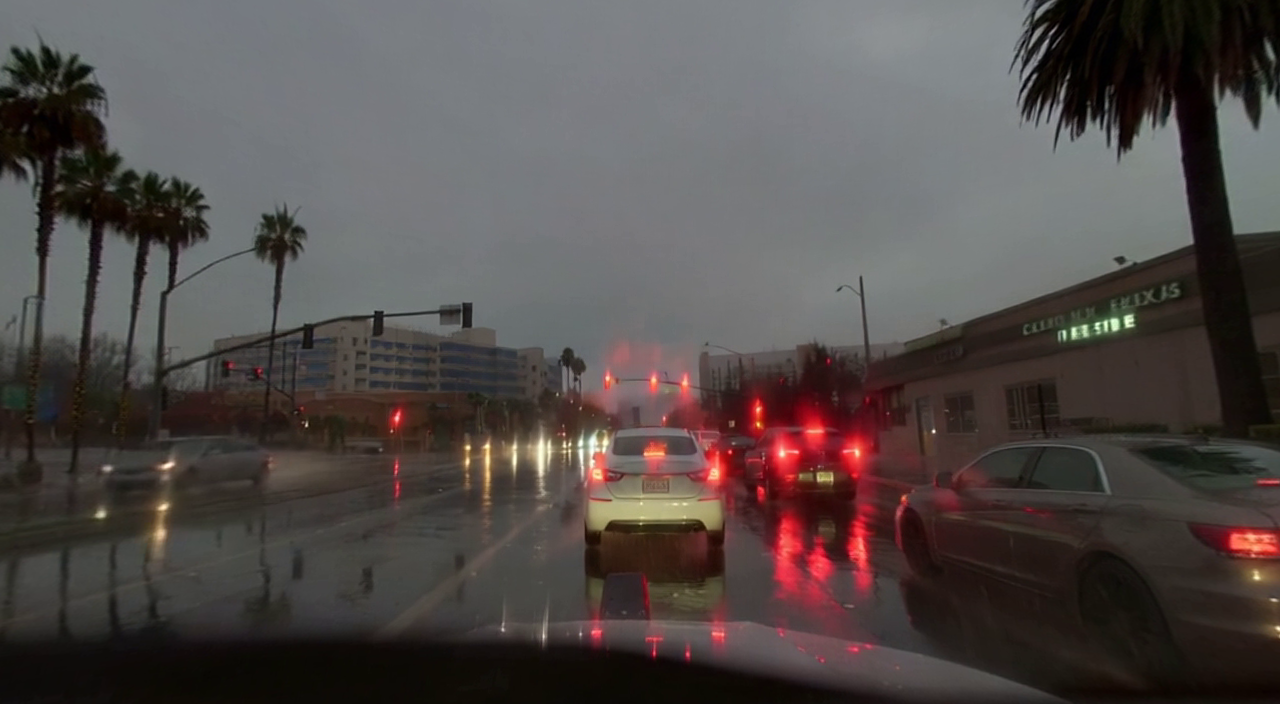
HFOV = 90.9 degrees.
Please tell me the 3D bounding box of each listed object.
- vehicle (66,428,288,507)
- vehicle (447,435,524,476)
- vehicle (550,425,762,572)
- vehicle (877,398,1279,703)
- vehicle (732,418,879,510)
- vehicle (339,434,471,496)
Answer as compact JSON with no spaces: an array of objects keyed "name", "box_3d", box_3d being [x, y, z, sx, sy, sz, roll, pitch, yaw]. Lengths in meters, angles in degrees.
[{"name":"vehicle","box_3d":[-11.271,2.833,15.910,2.034,1.680,4.543,0,-8,2]},{"name":"vehicle","box_3d":[-6.043,4.096,25.215,1.822,1.456,4.396,-1,-8,2]},{"name":"vehicle","box_3d":[0.174,1.786,8.463,2.140,1.474,4.026,0,-8,0]},{"name":"vehicle","box_3d":[3.535,1.223,4.477,1.910,1.490,4.661,0,-8,0]},{"name":"vehicle","box_3d":[3.495,2.463,14.303,2.169,1.751,4.276,0,-8,0]},{"name":"vehicle","box_3d":[-6.256,3.045,17.386,1.900,1.487,4.165,0,-8,2]}]
